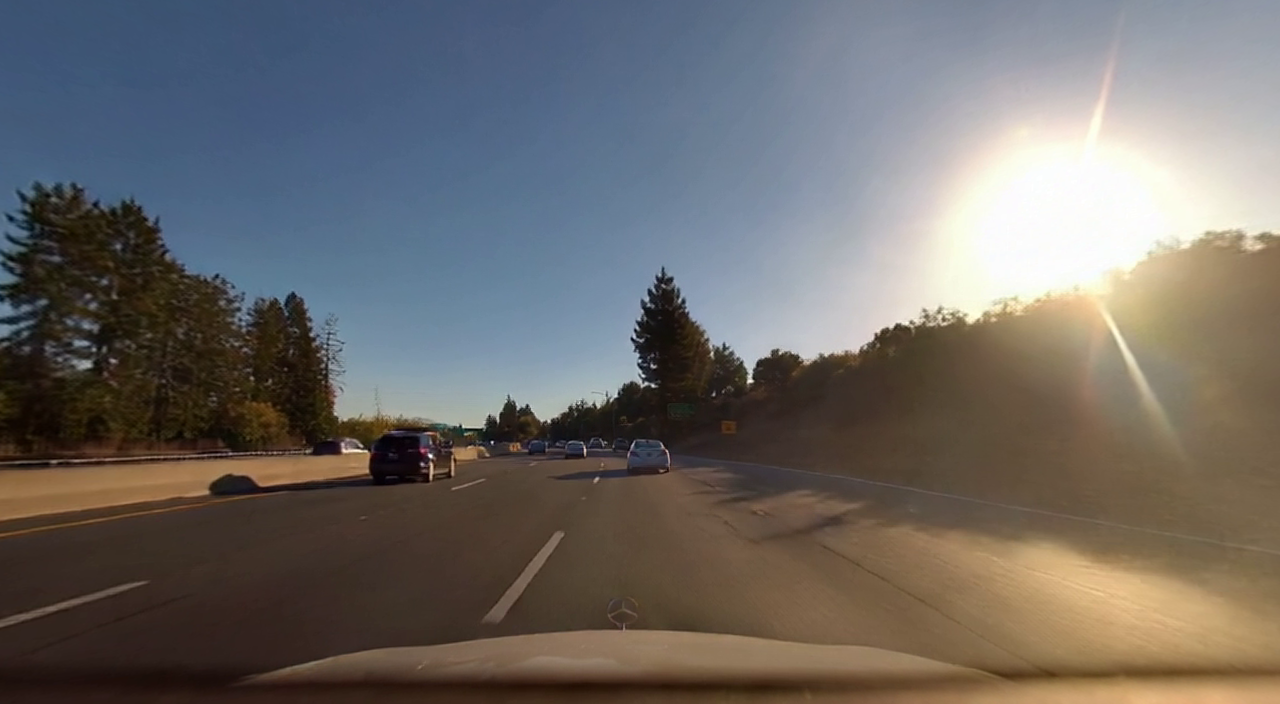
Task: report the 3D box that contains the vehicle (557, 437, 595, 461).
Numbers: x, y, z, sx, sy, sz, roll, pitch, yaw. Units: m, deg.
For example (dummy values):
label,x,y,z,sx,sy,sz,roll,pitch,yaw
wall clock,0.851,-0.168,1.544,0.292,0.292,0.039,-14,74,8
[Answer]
label,x,y,z,sx,sy,sz,roll,pitch,yaw
vehicle,-4.286,6.593,42.718,2.246,1.519,4.980,1,-9,-2

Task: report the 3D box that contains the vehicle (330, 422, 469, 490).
label,x,y,z,sx,sy,sz,roll,pitch,yaw
vehicle,-6.695,2.967,18.266,2.221,1.693,4.631,0,-9,0

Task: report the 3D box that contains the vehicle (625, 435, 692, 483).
label,x,y,z,sx,sy,sz,roll,pitch,yaw
vehicle,0.532,3.618,21.532,2.051,1.444,3.927,0,-9,-1
